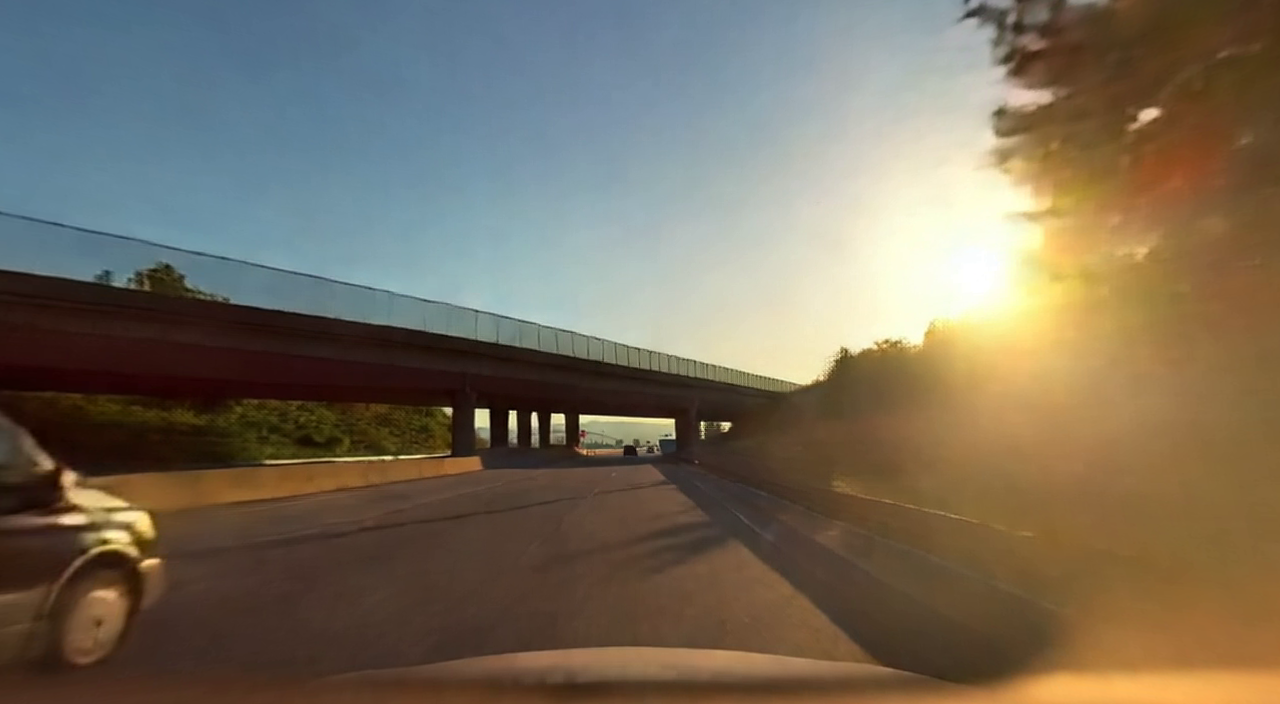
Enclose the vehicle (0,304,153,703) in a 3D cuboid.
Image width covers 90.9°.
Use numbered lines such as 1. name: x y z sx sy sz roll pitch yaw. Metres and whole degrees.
1. vehicle: -4.000 0.488 1.127 2.167 1.929 5.037 0 -9 0
